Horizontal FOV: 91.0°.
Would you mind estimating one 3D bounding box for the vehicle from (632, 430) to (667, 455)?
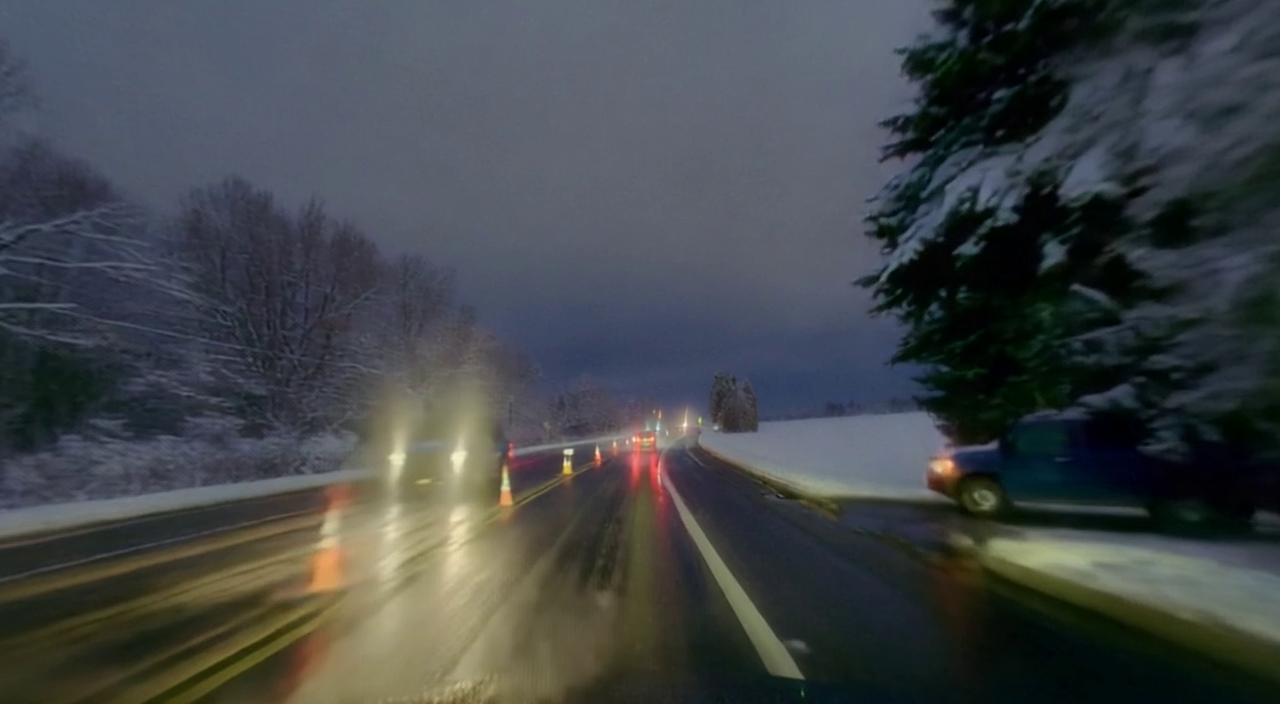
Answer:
[{"bbox_3d":[0.659,5.679,39.595,2.042,1.489,3.963,-1,-8,3],"label":"vehicle"}]

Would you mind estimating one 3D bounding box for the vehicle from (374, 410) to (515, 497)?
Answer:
[{"bbox_3d":[-4.703,2.545,16.013,2.079,1.880,4.493,0,-8,1],"label":"vehicle"}]

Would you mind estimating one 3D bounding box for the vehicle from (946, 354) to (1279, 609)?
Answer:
[{"bbox_3d":[8.161,2.154,10.472,4.566,3.046,2.625,12,-9,-7],"label":"vehicle"}]
